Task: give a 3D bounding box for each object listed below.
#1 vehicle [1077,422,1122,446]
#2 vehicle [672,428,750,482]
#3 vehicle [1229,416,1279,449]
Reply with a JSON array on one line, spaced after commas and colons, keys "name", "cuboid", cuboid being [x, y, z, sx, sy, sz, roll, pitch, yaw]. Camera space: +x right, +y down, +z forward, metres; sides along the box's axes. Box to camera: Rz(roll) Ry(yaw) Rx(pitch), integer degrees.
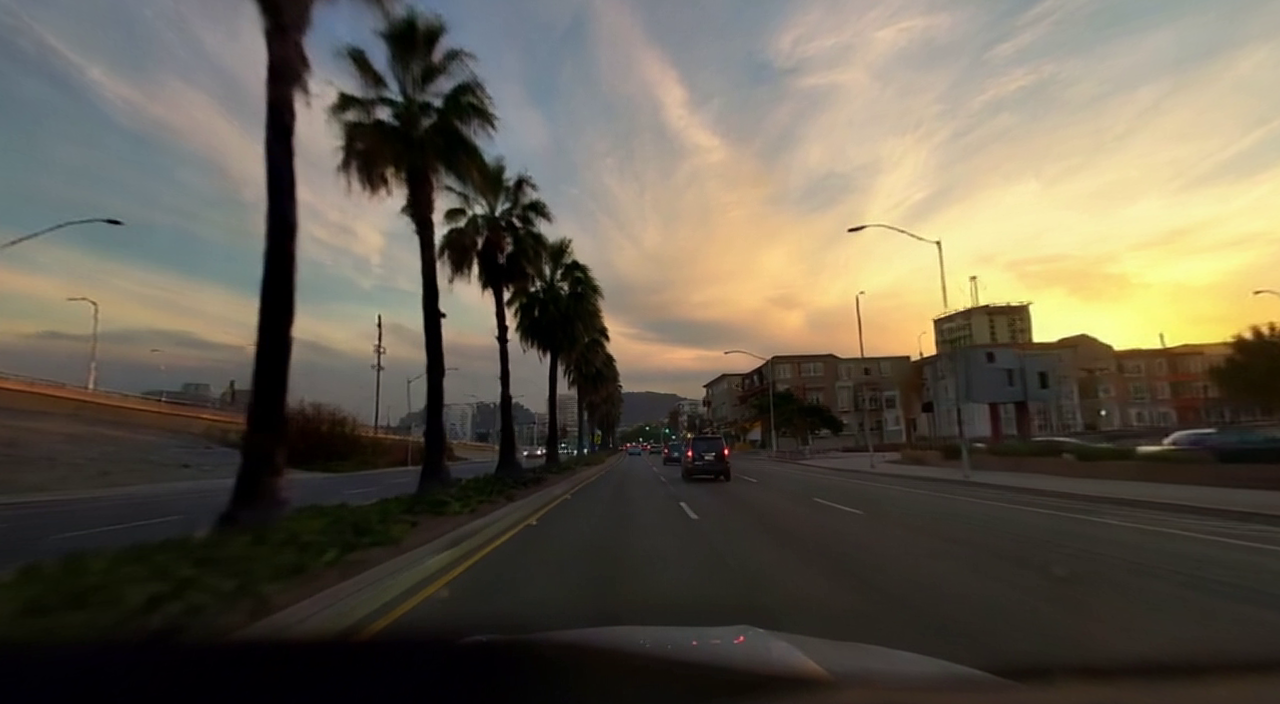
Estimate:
[{"name": "vehicle", "cuboid": [34.949, 6.285, 48.157, 2.287, 1.669, 4.382, -5, -10, 31]}, {"name": "vehicle", "cuboid": [2.806, 4.288, 26.494, 2.559, 2.017, 5.562, 0, -9, -1]}, {"name": "vehicle", "cuboid": [38.749, 5.002, 38.989, 2.227, 1.884, 5.589, -6, -10, 31]}]
